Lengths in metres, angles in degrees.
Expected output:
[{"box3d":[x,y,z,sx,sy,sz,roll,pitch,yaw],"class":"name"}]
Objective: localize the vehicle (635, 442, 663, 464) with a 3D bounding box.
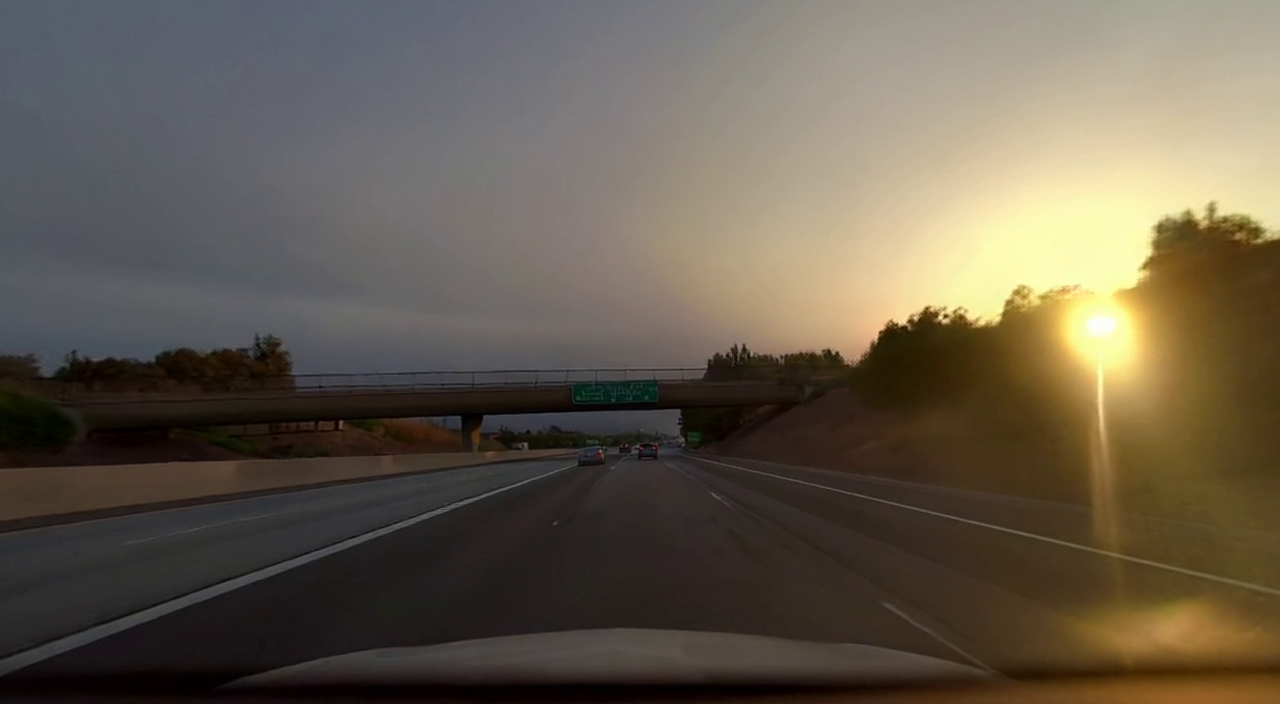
[{"box3d":[0.622,7.315,45.846,1.970,1.477,4.158,0,-9,0],"class":"vehicle"}]
